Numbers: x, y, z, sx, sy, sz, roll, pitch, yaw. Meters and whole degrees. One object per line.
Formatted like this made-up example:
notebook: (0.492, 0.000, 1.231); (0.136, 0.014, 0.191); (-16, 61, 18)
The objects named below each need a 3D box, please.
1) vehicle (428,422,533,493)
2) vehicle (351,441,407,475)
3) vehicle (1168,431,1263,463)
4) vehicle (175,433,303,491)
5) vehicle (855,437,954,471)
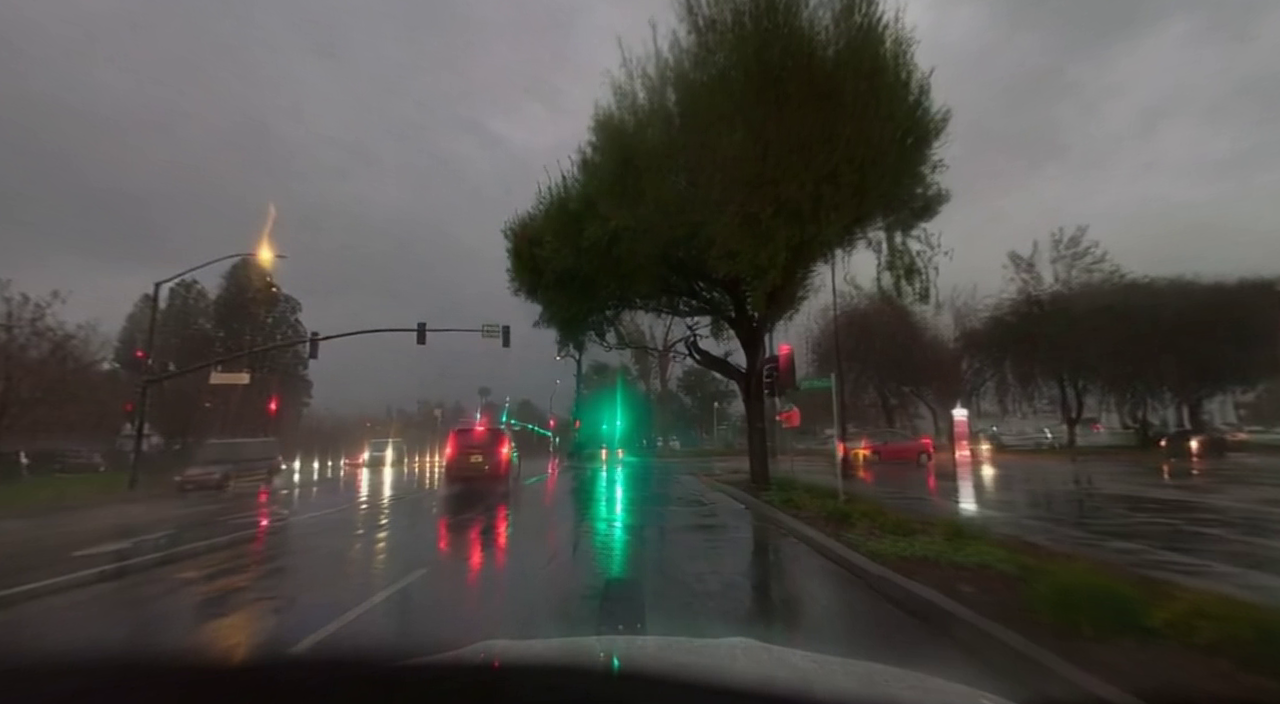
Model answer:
vehicle: (-4.552, 3.108, 18.906); (2.134, 1.799, 5.082); (0, -9, -4)
vehicle: (-14.898, 6.036, 36.327); (2.433, 1.784, 4.681); (2, -9, -17)
vehicle: (36.564, 6.030, 40.178); (4.439, 1.764, 2.259); (5, -8, -13)
vehicle: (-16.928, 4.660, 27.187); (2.555, 2.199, 5.958); (2, -9, -11)
vehicle: (14.777, 5.711, 35.565); (4.857, 1.803, 2.147); (-3, -9, 20)
